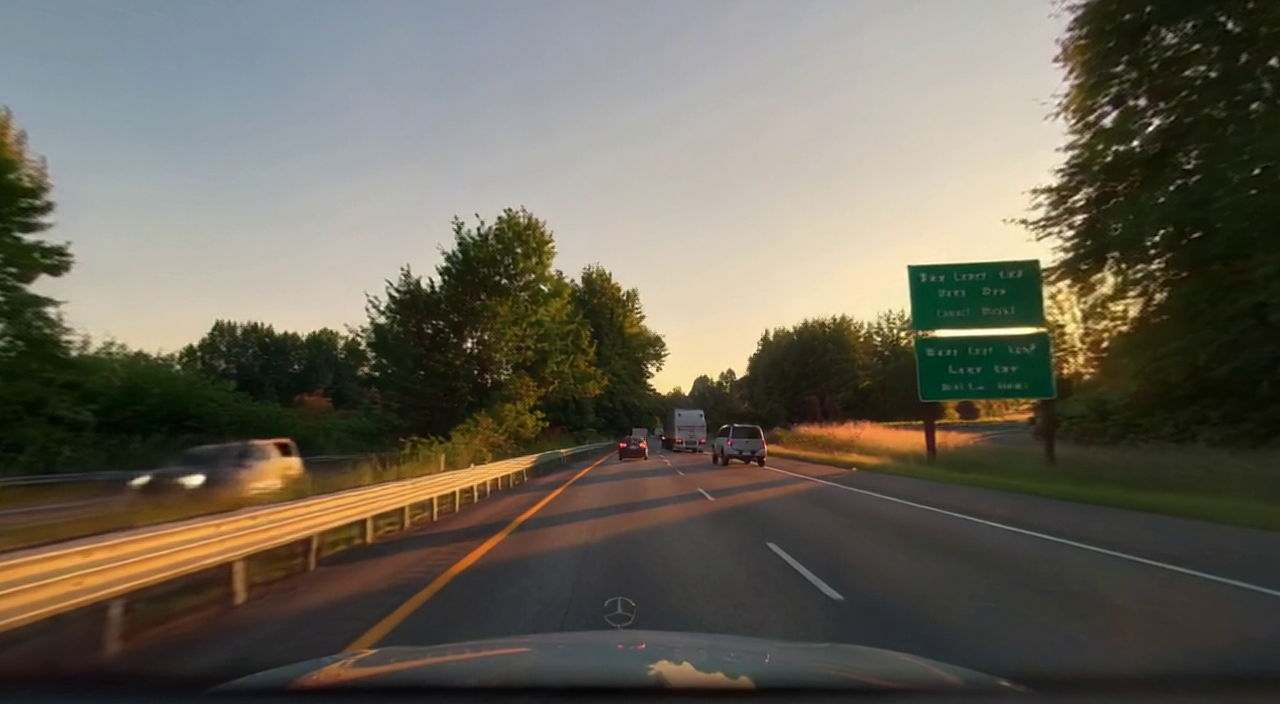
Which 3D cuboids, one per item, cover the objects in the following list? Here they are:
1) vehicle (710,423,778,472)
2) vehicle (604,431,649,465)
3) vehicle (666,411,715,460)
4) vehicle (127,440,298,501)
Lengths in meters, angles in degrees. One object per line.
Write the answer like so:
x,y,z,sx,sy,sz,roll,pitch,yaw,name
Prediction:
4.318,4.022,26.897,2.073,1.905,4.023,0,-8,-2,vehicle
-0.704,5.046,33.504,2.206,1.681,4.111,0,-8,-1,vehicle
3.324,5.736,43.359,2.728,3.053,7.708,0,-8,0,vehicle
-13.559,3.731,20.487,2.227,1.701,4.779,0,-8,-1,vehicle
